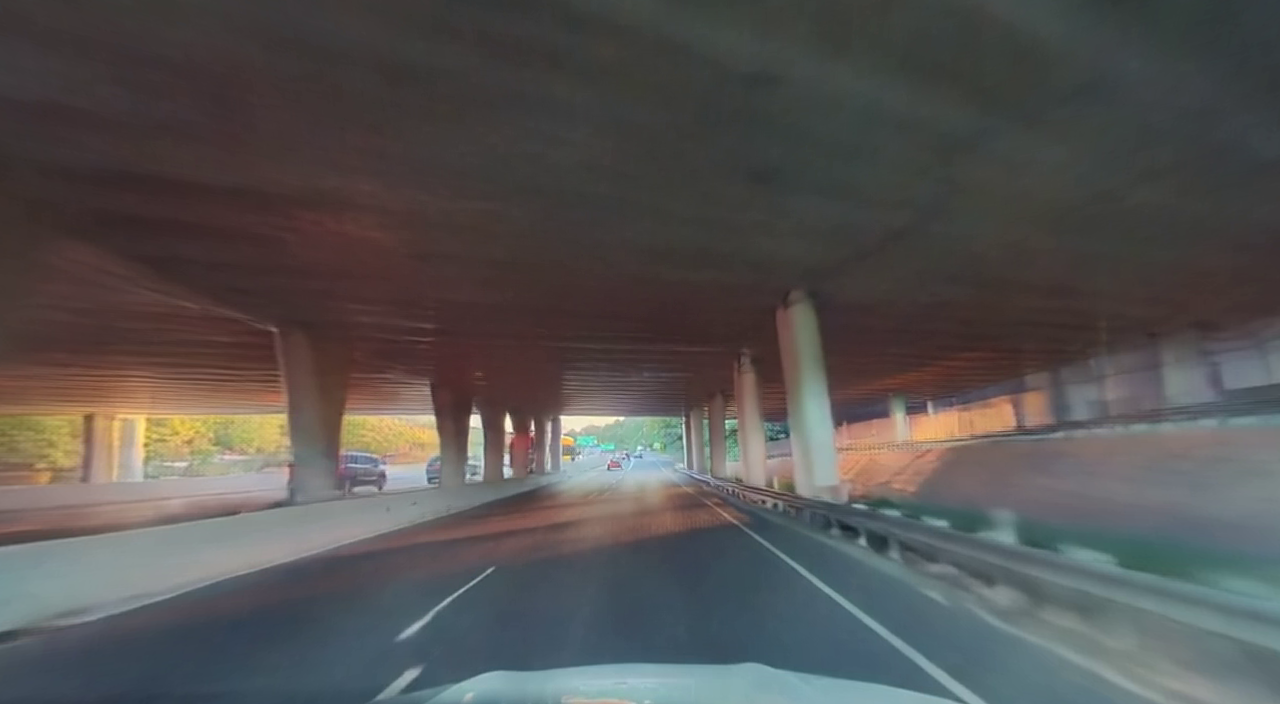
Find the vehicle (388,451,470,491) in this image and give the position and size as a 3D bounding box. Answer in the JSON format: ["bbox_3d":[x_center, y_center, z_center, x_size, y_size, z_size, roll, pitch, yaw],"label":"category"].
[{"bbox_3d":[-9.159,5.184,27.871,1.979,1.600,4.516,0,-9,1],"label":"vehicle"}]

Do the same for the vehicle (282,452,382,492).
[{"bbox_3d":[-13.607,5.303,28.264,2.059,1.615,4.688,0,-9,0],"label":"vehicle"}]
